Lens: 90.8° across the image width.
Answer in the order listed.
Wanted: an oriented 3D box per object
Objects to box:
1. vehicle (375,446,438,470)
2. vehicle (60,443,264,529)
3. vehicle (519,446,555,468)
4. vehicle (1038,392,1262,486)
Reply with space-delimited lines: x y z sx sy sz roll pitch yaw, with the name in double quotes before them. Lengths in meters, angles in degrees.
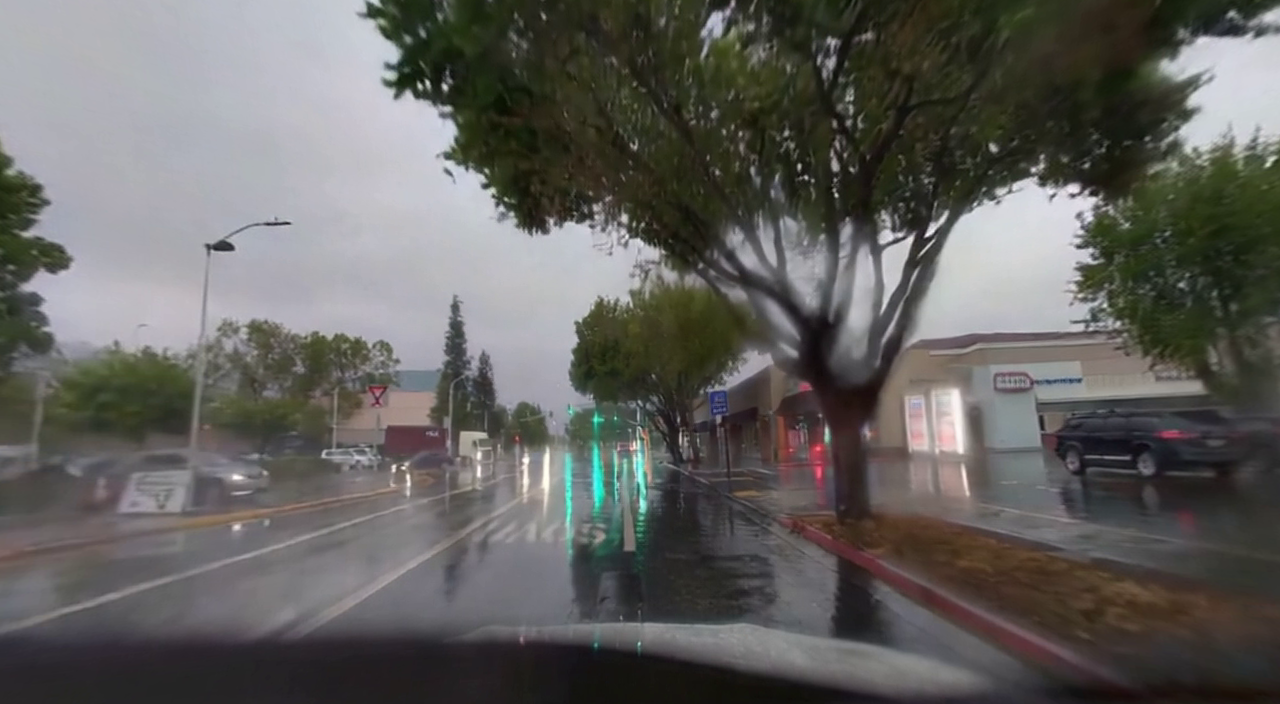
"vehicle" -17.945 8.168 48.789 2.101 1.721 4.587 -3 -9 18
"vehicle" -12.782 3.536 17.349 2.000 2.008 4.287 -1 -8 3
"vehicle" -7.389 7.596 45.819 1.899 1.517 4.384 0 -8 0
"vehicle" 12.649 2.240 16.170 2.112 2.050 4.327 -1 -8 2
